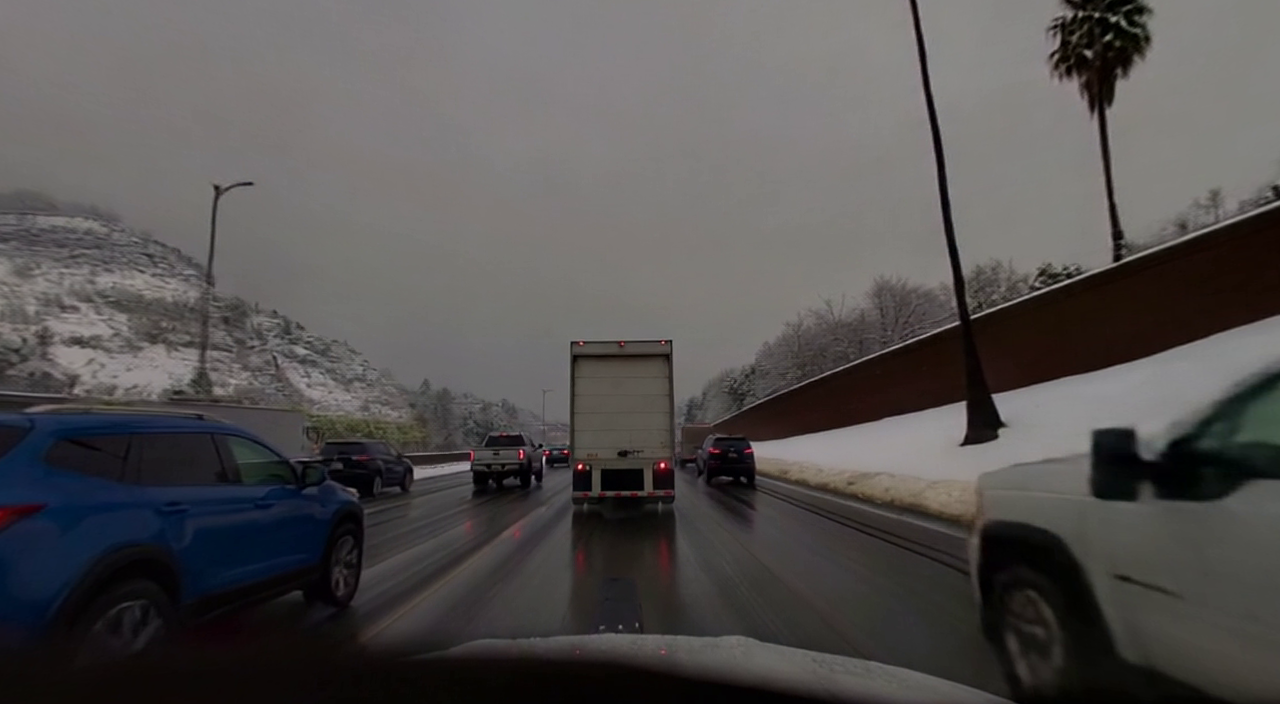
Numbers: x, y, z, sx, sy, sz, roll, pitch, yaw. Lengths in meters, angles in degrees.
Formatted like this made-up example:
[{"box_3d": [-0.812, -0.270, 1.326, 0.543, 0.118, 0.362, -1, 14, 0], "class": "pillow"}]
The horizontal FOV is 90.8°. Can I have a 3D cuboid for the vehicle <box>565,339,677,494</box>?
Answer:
[{"box_3d": [-0.451, 2.459, 21.882, 2.906, 4.040, 10.743, 0, -9, 1], "class": "vehicle"}]

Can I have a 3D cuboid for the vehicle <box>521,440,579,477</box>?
[{"box_3d": [-3.864, 4.636, 27.787, 1.874, 1.475, 4.328, 0, -9, 0], "class": "vehicle"}]

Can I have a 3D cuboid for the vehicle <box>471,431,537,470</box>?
[{"box_3d": [-7.384, 5.431, 34.900, 2.344, 1.954, 5.579, 0, -9, 1], "class": "vehicle"}]

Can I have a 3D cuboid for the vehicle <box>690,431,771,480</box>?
[{"box_3d": [2.870, 3.415, 20.988, 1.859, 1.416, 4.695, 0, -9, -2], "class": "vehicle"}]

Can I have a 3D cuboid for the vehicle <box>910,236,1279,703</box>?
[{"box_3d": [2.633, 0.517, 0.802, 2.098, 1.827, 5.538, 0, -9, 0], "class": "vehicle"}]

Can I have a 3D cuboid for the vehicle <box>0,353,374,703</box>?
[{"box_3d": [-3.255, 1.020, 3.420, 1.885, 1.654, 4.103, 0, -9, -1], "class": "vehicle"}]
